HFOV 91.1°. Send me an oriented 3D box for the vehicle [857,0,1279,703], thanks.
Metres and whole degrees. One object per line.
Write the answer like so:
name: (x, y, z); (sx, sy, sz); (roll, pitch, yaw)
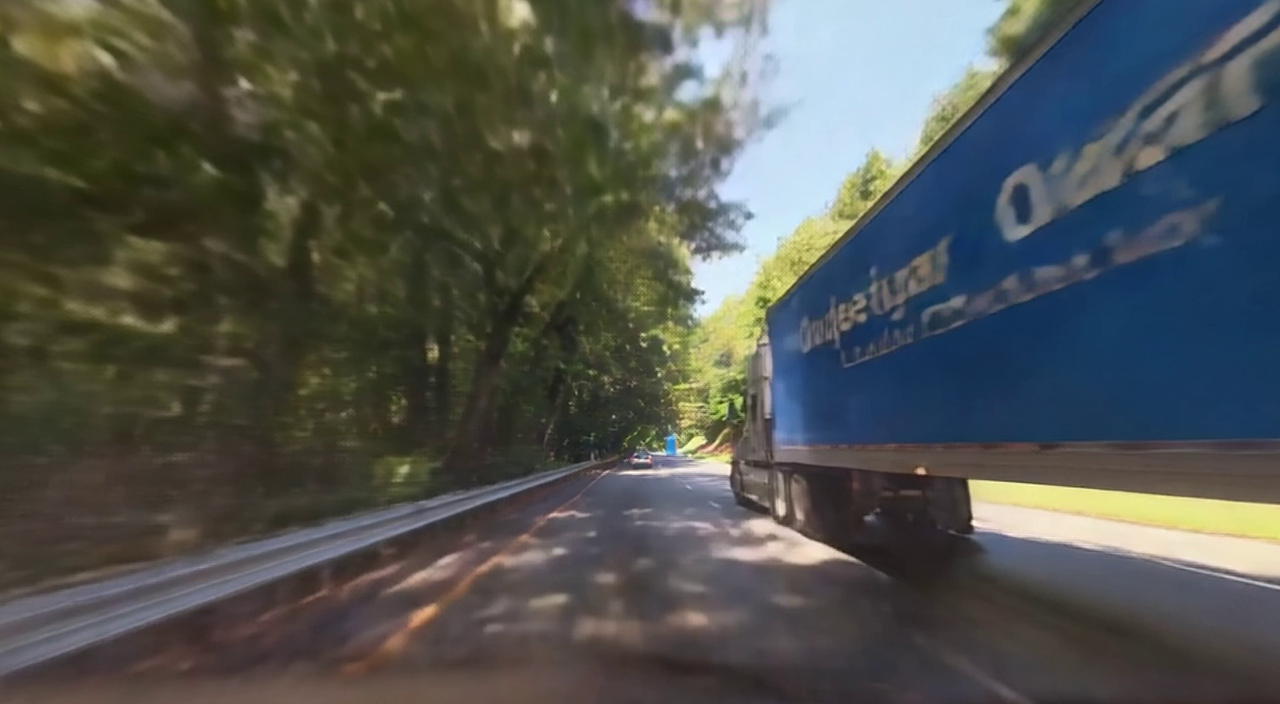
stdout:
vehicle: (3.970, -0.613, 0.567); (3.440, 4.090, 11.380); (-1, -10, 0)
